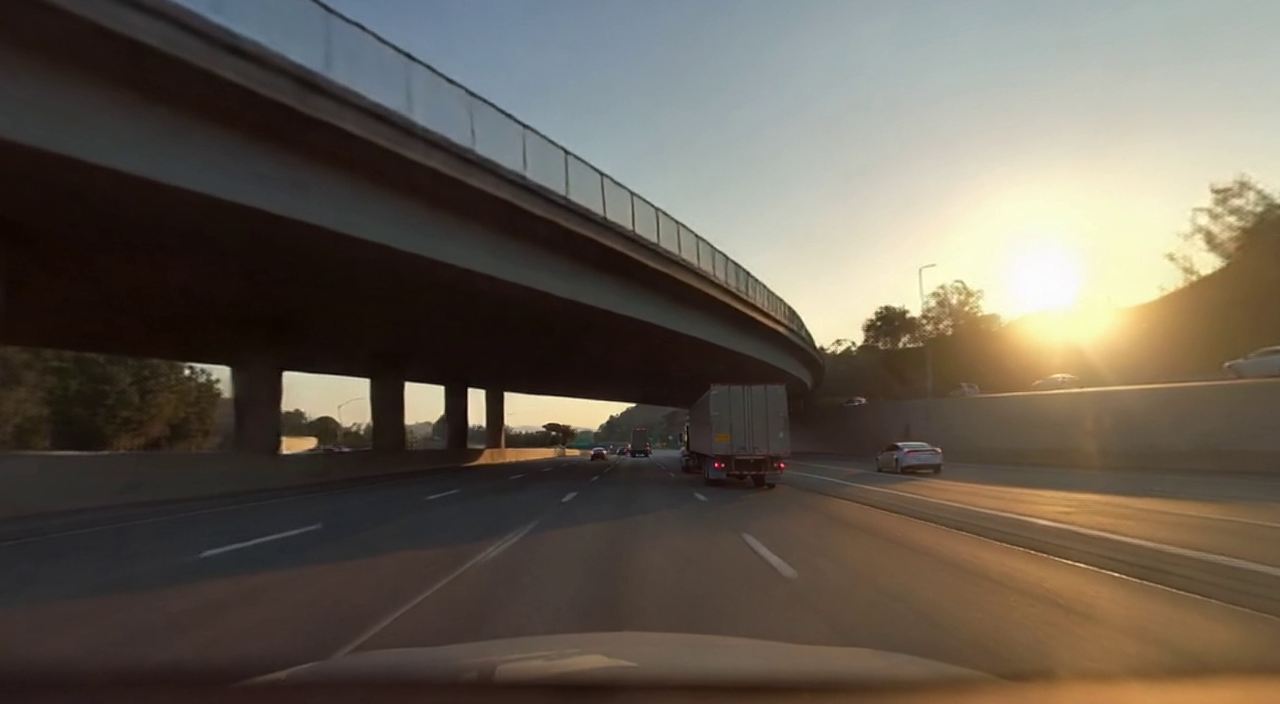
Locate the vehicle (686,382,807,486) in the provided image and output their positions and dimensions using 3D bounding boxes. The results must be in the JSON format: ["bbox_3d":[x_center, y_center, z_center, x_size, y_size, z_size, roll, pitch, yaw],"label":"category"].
[{"bbox_3d":[3.885,3.481,25.957,3.049,3.395,10.595,0,-8,0],"label":"vehicle"}]

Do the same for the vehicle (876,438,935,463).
[{"bbox_3d":[17.295,6.463,41.117,2.021,1.549,4.322,1,-9,0],"label":"vehicle"}]
